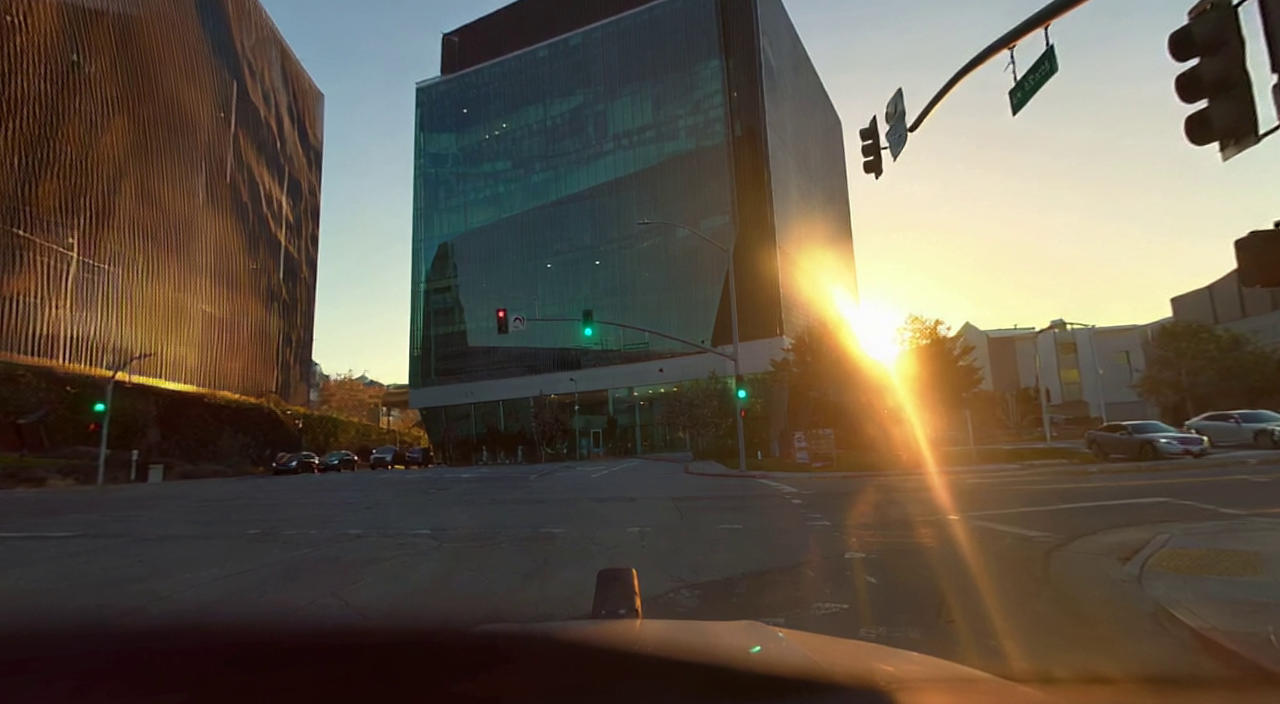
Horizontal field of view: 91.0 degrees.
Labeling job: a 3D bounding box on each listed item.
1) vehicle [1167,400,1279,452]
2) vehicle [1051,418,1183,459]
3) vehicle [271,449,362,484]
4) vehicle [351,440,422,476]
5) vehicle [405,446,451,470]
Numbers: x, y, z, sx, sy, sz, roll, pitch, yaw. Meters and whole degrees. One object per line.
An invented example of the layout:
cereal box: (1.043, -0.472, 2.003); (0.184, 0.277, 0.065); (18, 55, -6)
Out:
vehicle: (24.403, 3.019, 25.178); (2.109, 1.836, 5.080); (-2, -10, 0)
vehicle: (19.064, 3.523, 25.485); (1.834, 1.480, 4.458); (0, -9, -1)
vehicle: (-14.828, 5.243, 29.202); (1.790, 1.437, 4.349); (0, -9, 2)
vehicle: (-14.886, 6.256, 37.372); (2.091, 1.915, 5.040); (0, -9, 0)
vehicle: (-15.141, 7.612, 45.263); (1.932, 1.605, 4.146); (1, -9, -1)
